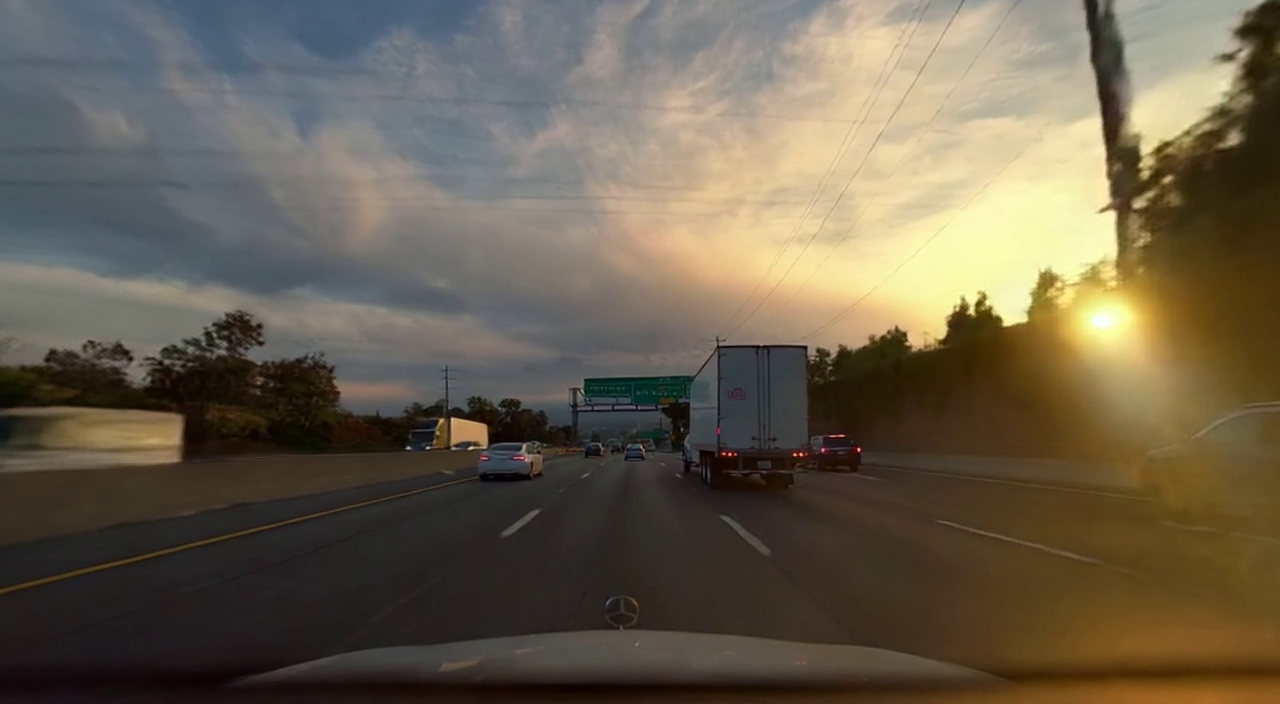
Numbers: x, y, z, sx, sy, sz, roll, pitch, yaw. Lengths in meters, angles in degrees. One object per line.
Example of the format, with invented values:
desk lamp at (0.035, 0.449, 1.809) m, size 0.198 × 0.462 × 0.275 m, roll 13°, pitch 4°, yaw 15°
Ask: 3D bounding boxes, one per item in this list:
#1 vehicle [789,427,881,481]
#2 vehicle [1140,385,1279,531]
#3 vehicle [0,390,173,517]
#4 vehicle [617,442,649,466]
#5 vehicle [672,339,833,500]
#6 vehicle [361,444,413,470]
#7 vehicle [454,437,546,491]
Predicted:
vehicle at (7.539, 3.978, 24.864) m, size 2.079 × 1.938 × 4.630 m, roll 0°, pitch -8°, yaw -1°
vehicle at (10.706, 1.492, 8.756) m, size 2.420 × 2.141 × 5.994 m, roll 0°, pitch -8°, yaw -1°
vehicle at (-10.985, 1.602, 10.006) m, size 2.558 × 1.904 × 6.041 m, roll 0°, pitch -8°, yaw -1°
vehicle at (-0.411, 6.750, 41.882) m, size 2.047 × 1.485 × 3.938 m, roll 0°, pitch -8°, yaw 1°
vehicle at (3.292, 2.843, 24.260) m, size 2.907 × 4.109 × 16.177 m, roll 0°, pitch -8°, yaw -1°
vehicle at (-15.014, 6.234, 37.550) m, size 1.596 × 1.364 × 3.442 m, roll 0°, pitch -7°, yaw 2°
vehicle at (-4.292, 3.476, 19.971) m, size 1.968 × 1.507 × 3.829 m, roll 0°, pitch -8°, yaw 1°
